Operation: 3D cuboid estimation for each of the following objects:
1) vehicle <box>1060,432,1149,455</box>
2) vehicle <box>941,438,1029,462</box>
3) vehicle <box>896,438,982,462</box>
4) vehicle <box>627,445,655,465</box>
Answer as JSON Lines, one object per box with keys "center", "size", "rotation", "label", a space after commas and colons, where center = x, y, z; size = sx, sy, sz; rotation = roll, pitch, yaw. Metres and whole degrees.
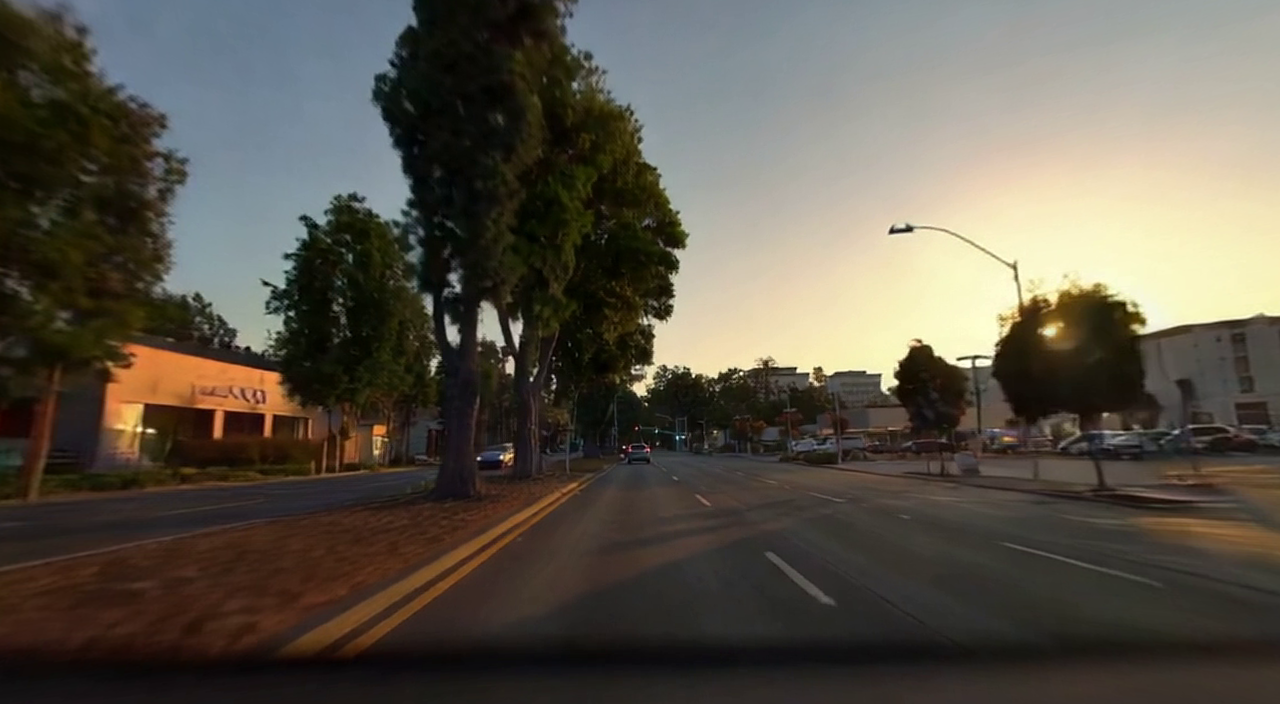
{"center": [31.459, 6.231, 42.907], "size": [1.927, 1.464, 4.368], "rotation": [3, -9, -23], "label": "vehicle"}
{"center": [22.977, 6.517, 42.265], "size": [2.072, 1.469, 4.661], "rotation": [6, -10, -35], "label": "vehicle"}
{"center": [19.960, 6.569, 42.361], "size": [2.048, 1.462, 4.802], "rotation": [5, -10, -32], "label": "vehicle"}
{"center": [0.057, 8.089, 49.671], "size": [2.159, 1.461, 4.142], "rotation": [0, -9, -1], "label": "vehicle"}
